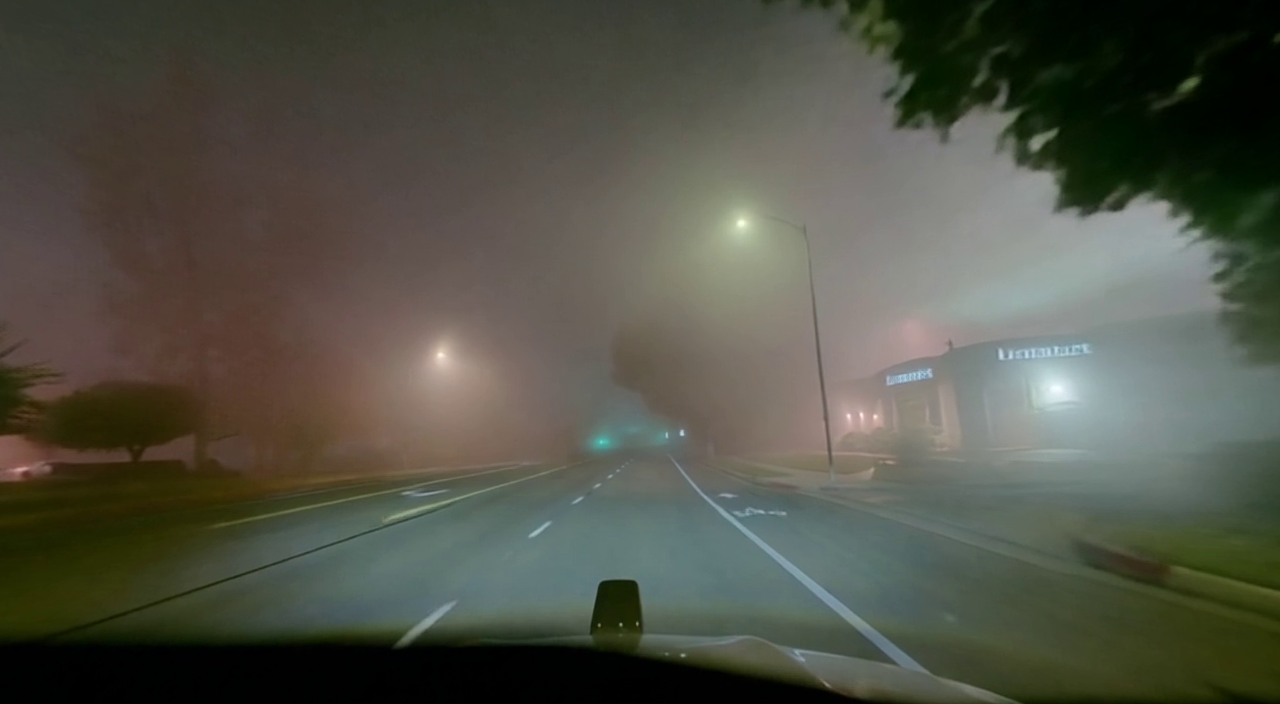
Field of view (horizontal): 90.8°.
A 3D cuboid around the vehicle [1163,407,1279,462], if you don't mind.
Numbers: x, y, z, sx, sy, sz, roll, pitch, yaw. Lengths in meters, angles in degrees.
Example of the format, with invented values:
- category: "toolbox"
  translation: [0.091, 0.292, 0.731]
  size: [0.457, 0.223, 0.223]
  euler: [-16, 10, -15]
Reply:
- category: "vehicle"
  translation: [18.374, 2.476, 18.714]
  size: [1.826, 1.492, 4.417]
  euler: [0, -9, -2]
